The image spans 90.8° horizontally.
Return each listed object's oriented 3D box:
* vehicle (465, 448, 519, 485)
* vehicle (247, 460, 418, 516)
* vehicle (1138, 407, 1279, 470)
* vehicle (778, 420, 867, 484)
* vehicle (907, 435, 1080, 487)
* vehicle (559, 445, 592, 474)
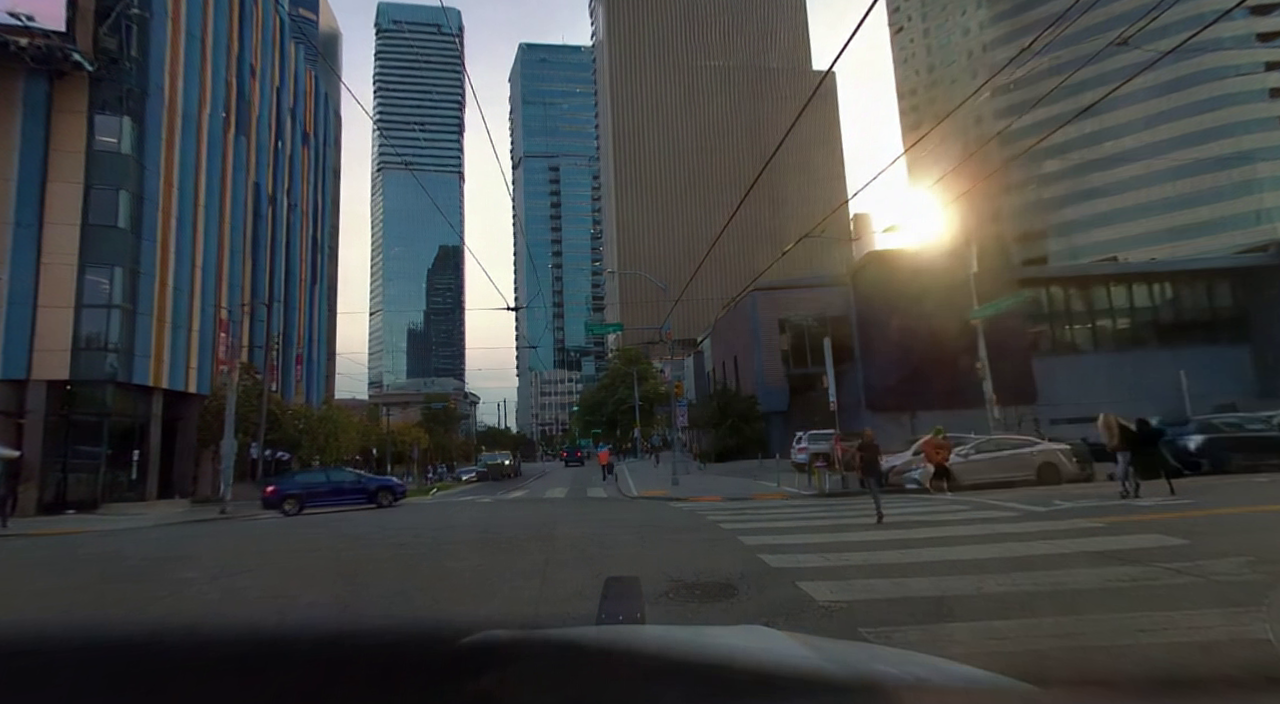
[{"bbox_3d":[-8.428,6.523,36.286,2.121,1.792,4.510,-4,-8,-2],"label":"vehicle"},{"bbox_3d":[-9.770,4.287,20.292,4.549,1.490,1.797,7,-11,-38],"label":"vehicle"},{"bbox_3d":[16.943,2.402,17.529,4.637,1.624,1.927,0,-8,-3],"label":"vehicle"},{"bbox_3d":[7.538,4.113,26.628,2.316,2.425,4.466,1,-7,-2],"label":"vehicle"},{"bbox_3d":[11.382,3.513,20.519,4.697,1.510,1.596,0,-9,-5],"label":"vehicle"},{"bbox_3d":[-4.403,7.416,43.929,2.137,1.910,5.120,1,-8,-5],"label":"vehicle"}]
